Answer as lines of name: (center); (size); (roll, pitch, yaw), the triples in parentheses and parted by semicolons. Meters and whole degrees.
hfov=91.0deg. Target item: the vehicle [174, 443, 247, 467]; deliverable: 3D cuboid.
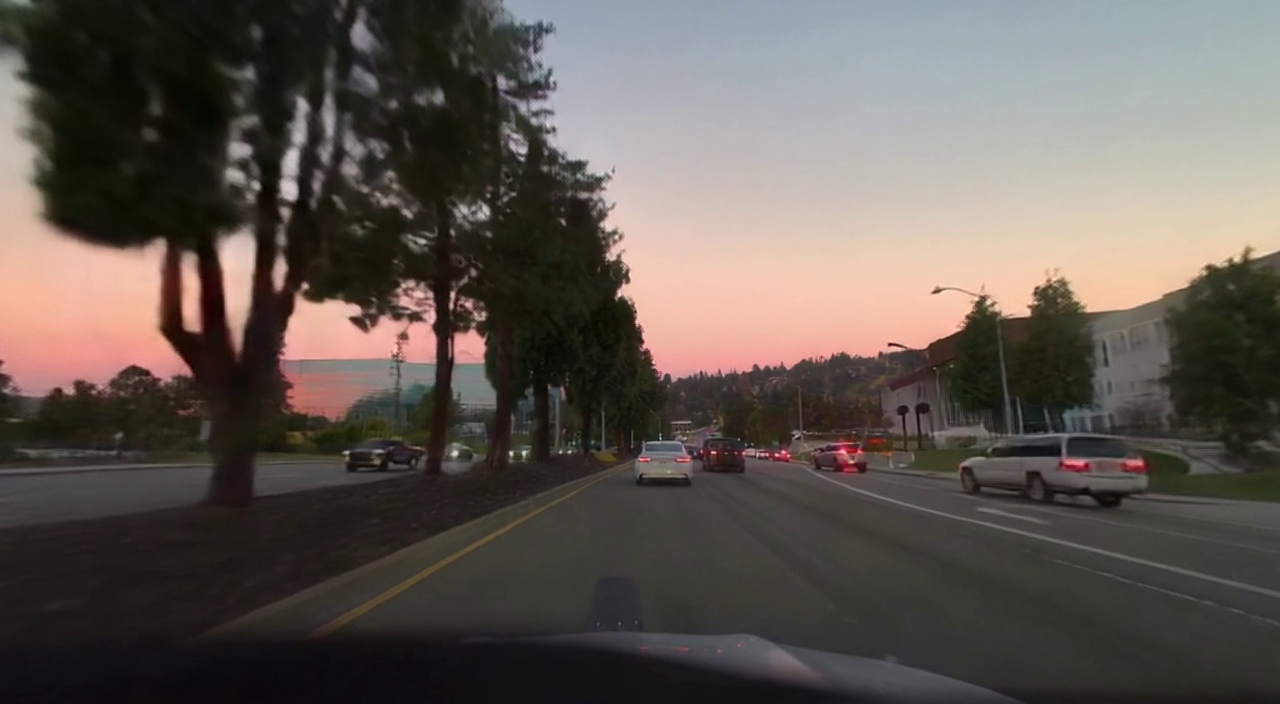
vehicle: (-32.760, 7.815, 48.026); (4.949, 1.714, 1.936); (-3, -9, 20)

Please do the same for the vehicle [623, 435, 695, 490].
vehicle: (0.647, 3.618, 20.954); (2.145, 1.603, 4.369); (0, -8, 2)

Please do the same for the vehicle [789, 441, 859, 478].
vehicle: (8.153, 4.797, 28.316); (1.928, 1.488, 4.361); (0, -9, 2)

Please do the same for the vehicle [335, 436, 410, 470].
vehicle: (-12.669, 4.807, 30.058); (1.785, 1.503, 3.885); (0, -9, 2)

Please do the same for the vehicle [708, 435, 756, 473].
vehicle: (4.710, 5.296, 32.803); (1.976, 1.796, 4.159); (0, -9, 2)

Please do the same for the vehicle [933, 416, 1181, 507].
vehicle: (11.269, 3.053, 18.063); (2.493, 2.084, 6.892); (0, -9, 1)
